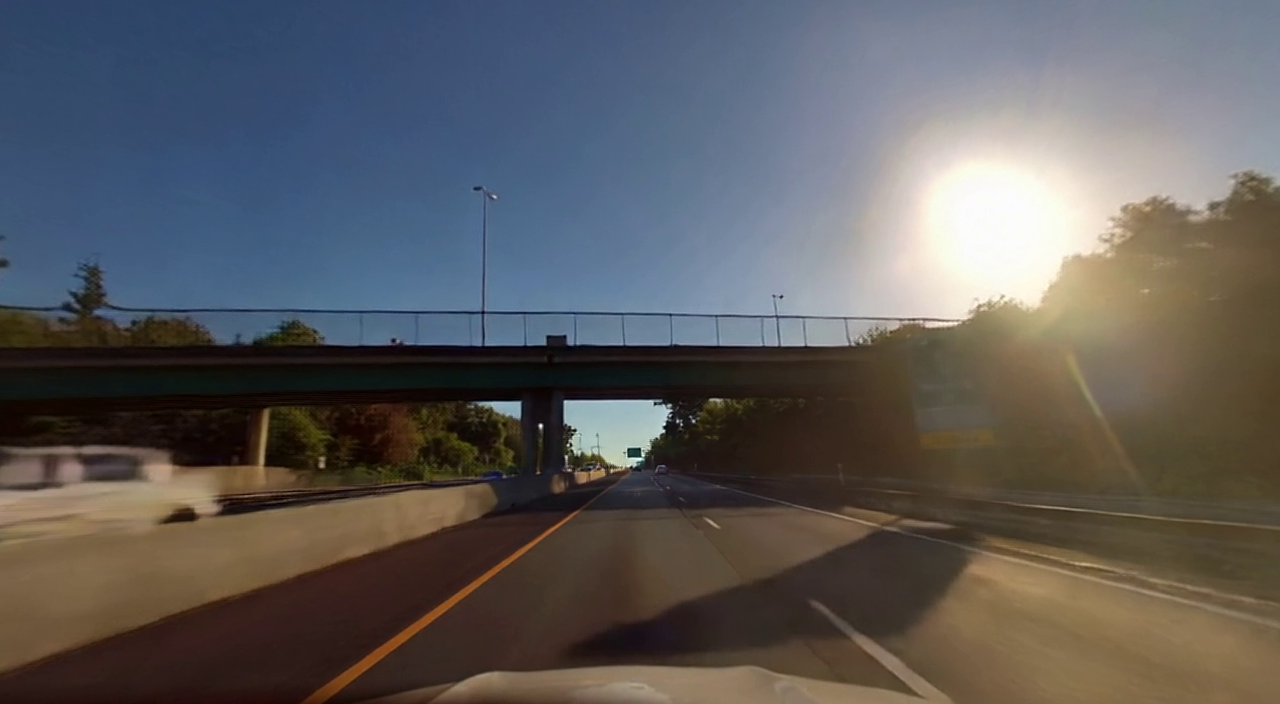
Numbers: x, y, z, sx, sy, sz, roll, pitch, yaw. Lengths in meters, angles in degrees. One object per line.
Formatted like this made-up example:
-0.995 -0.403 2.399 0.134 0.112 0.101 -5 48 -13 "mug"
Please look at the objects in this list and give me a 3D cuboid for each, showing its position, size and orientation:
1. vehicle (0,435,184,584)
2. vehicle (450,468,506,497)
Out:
-8.333 1.909 7.852 2.013 1.672 4.241 1 -10 -1 "vehicle"
-8.915 7.220 34.983 1.981 1.457 4.337 1 -10 0 "vehicle"
